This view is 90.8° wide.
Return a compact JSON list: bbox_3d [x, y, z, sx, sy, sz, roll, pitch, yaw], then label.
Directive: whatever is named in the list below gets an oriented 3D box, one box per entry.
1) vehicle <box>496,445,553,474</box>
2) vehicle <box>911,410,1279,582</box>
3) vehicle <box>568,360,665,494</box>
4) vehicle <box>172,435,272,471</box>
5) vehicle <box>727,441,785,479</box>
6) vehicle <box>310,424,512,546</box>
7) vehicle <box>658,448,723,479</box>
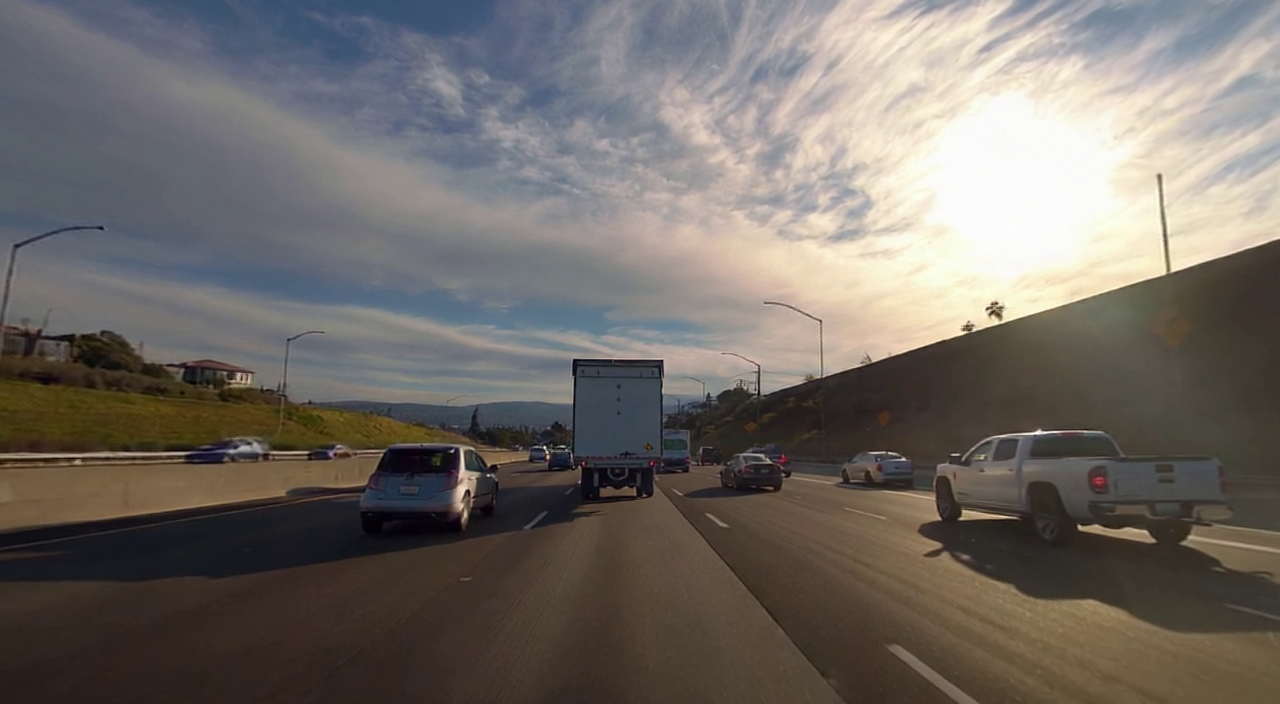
[{"bbox_3d":[-6.257,5.898,34.876,1.973,1.471,4.779,-1,-9,4],"label":"vehicle"},{"bbox_3d":[6.170,1.844,9.033,2.188,1.731,5.031,0,-9,-2],"label":"vehicle"},{"bbox_3d":[-0.750,3.053,24.478,2.906,4.040,10.743,0,-9,0],"label":"vehicle"},{"bbox_3d":[-19.665,4.773,29.965,1.857,1.550,4.200,0,-9,-1],"label":"vehicle"},{"bbox_3d":[6.203,5.815,34.301,2.070,1.888,4.546,0,-9,-2],"label":"vehicle"},{"bbox_3d":[-3.542,2.127,10.735,1.946,1.641,4.105,0,-9,-1],"label":"vehicle"},{"bbox_3d":[2.615,6.257,35.885,3.009,1.501,8.887,0,-9,0],"label":"vehicle"}]
